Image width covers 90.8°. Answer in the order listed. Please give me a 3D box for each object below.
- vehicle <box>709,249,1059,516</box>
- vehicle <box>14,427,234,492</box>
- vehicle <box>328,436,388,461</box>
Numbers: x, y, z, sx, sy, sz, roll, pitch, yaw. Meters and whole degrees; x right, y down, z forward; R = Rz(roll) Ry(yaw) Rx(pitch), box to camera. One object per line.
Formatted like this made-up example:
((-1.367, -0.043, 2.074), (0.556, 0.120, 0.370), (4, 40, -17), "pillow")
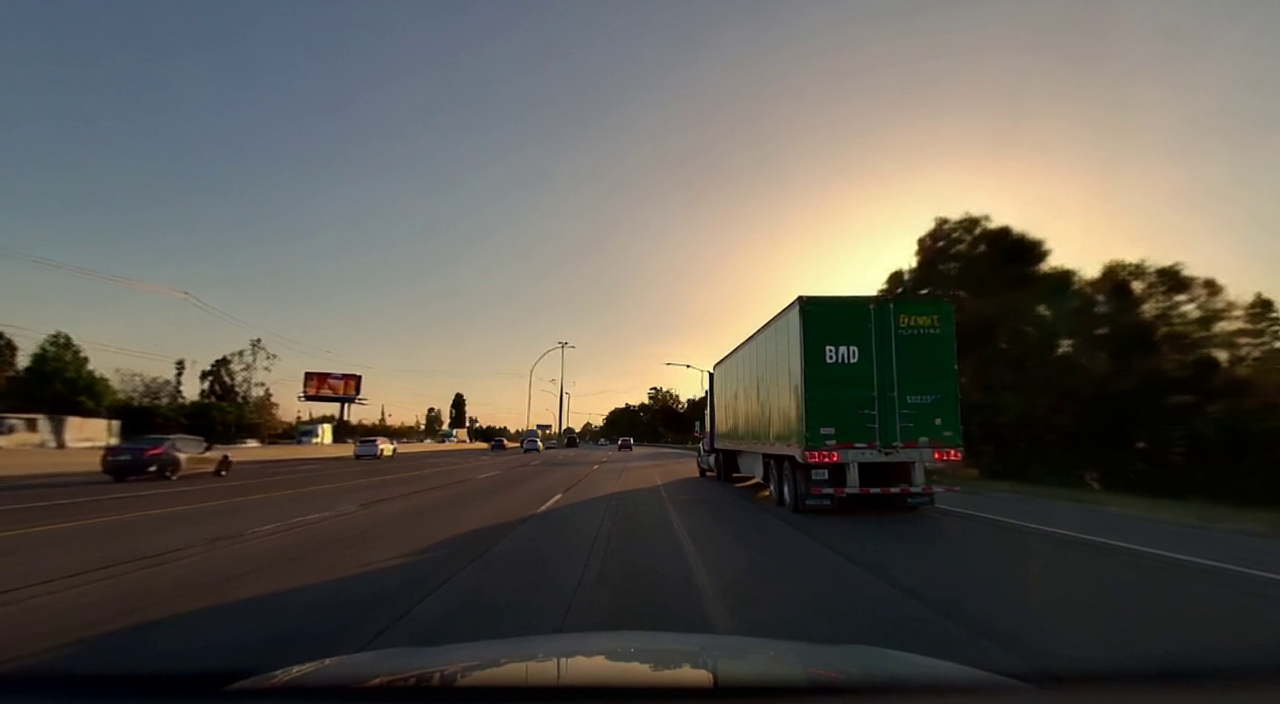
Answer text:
((4.361, 1.486, 16.777), (2.891, 3.944, 15.051), (0, -8, -2), "vehicle")
((-14.731, 3.111, 18.610), (1.970, 1.618, 5.364), (0, -8, 0), "vehicle")
((-18.473, 6.362, 41.580), (1.913, 1.540, 4.540), (0, -8, -1), "vehicle")
